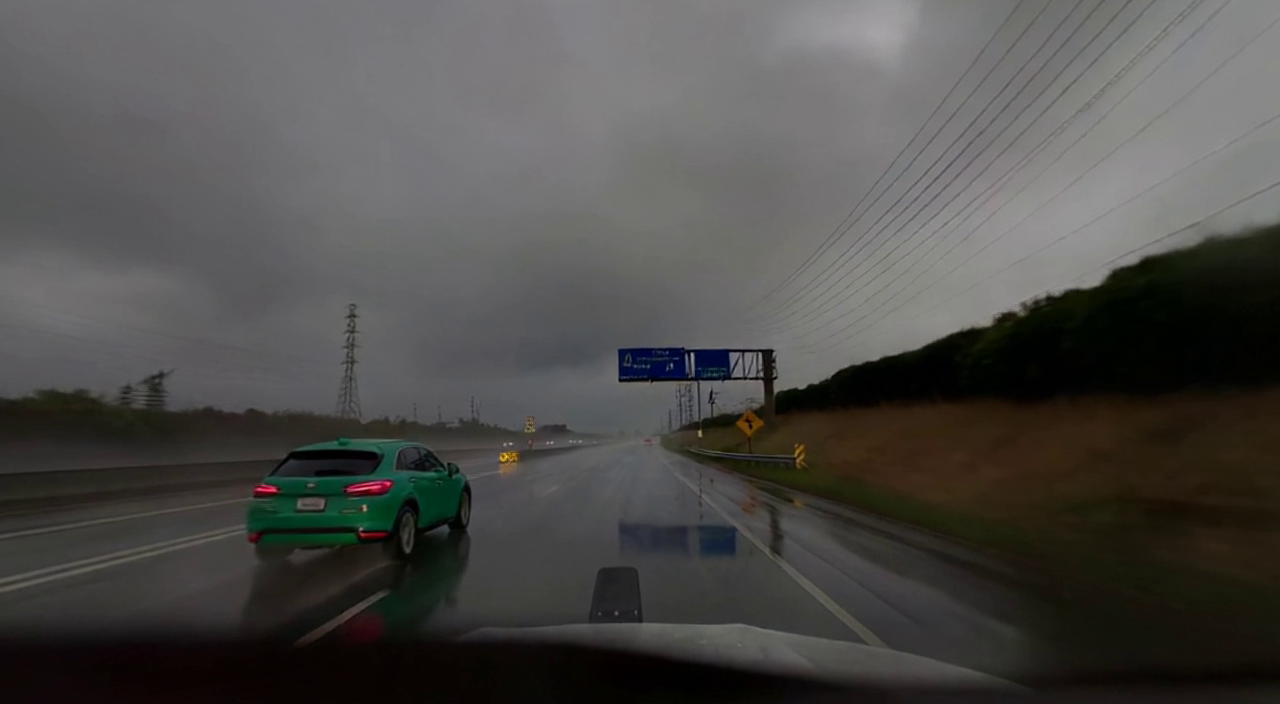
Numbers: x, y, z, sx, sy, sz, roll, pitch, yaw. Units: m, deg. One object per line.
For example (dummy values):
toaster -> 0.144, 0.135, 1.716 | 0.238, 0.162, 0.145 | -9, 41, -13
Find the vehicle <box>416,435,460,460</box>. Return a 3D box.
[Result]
vehicle -> -15.119, 7.147, 47.419 | 1.828, 1.770, 4.609 | 0, -8, -1
